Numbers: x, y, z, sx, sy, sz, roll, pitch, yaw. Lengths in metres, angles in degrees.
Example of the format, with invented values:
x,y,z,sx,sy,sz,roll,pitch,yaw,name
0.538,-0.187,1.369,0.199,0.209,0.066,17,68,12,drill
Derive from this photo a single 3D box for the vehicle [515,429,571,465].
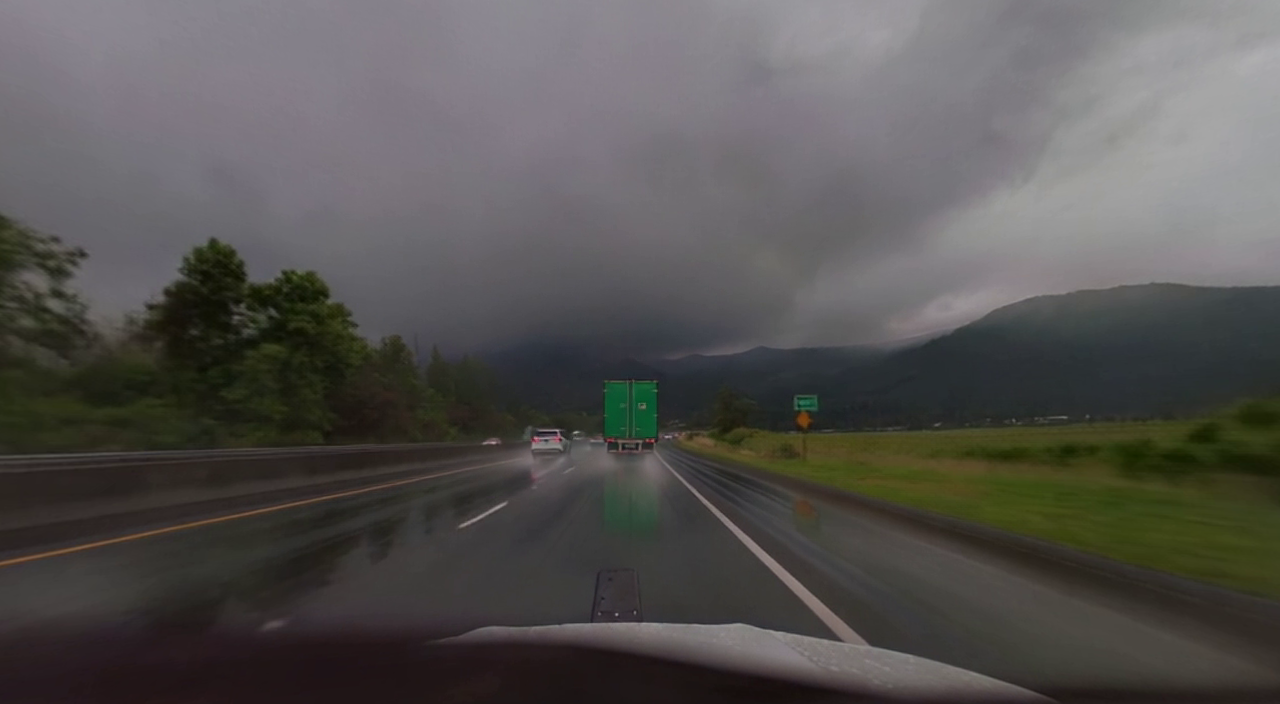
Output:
x,y,z,sx,sy,sz,roll,pitch,yaw,name
-4.901,4.878,32.504,2.138,1.697,4.587,0,-8,1,vehicle

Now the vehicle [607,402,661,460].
x,y,z,sx,sy,sz,roll,pitch,yaw,name
-0.269,3.482,27.730,2.319,2.461,1.270,0,-8,-1,vehicle
